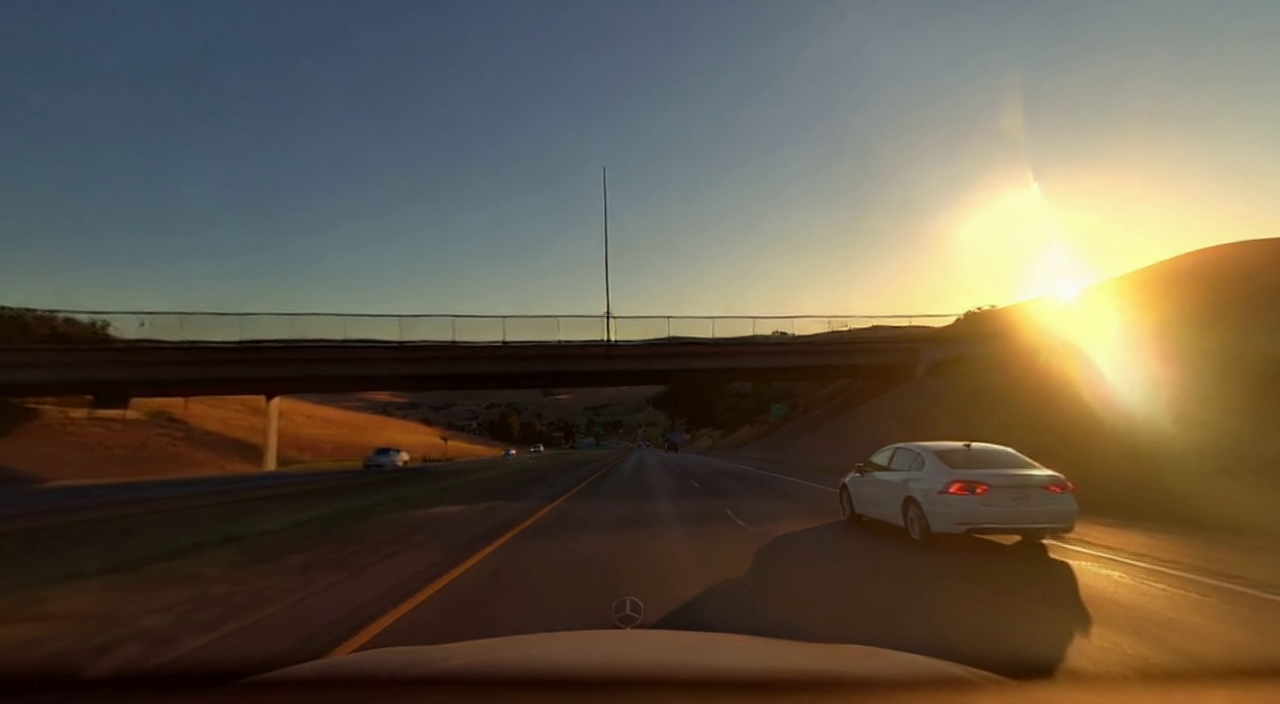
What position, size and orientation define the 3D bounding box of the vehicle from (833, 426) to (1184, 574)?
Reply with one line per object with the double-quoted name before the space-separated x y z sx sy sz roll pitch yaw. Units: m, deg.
"vehicle" 4.519 1.862 8.877 2.027 1.487 4.718 0 -8 -1
